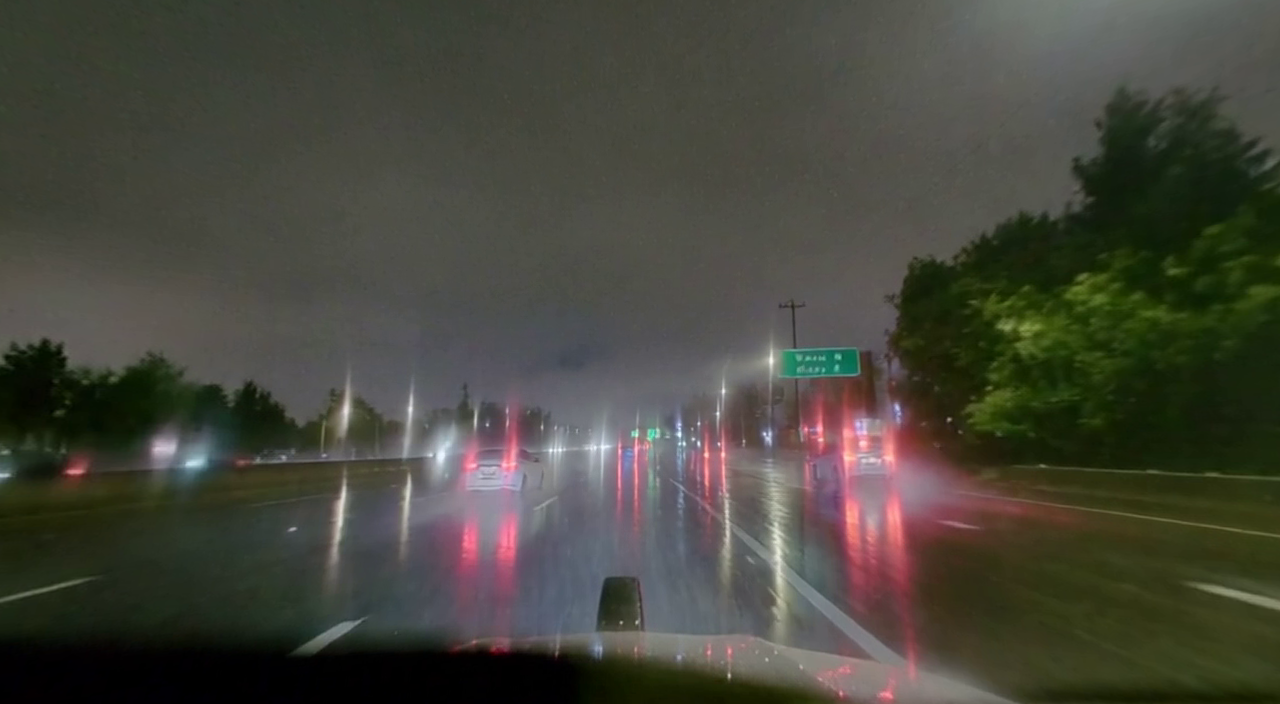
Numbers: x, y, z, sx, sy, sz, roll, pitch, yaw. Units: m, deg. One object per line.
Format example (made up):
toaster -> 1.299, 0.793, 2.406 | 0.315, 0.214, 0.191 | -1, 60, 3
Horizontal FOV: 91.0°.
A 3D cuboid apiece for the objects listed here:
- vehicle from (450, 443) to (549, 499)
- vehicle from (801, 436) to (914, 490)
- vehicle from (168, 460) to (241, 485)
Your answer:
vehicle -> -4.296, 3.705, 20.044 | 2.071, 1.553, 4.388 | 0, -9, 1
vehicle -> 7.191, 3.741, 21.524 | 2.035, 1.566, 5.409 | 0, -9, 1
vehicle -> -29.774, 8.232, 43.199 | 1.848, 1.506, 4.470 | 0, -9, 0
